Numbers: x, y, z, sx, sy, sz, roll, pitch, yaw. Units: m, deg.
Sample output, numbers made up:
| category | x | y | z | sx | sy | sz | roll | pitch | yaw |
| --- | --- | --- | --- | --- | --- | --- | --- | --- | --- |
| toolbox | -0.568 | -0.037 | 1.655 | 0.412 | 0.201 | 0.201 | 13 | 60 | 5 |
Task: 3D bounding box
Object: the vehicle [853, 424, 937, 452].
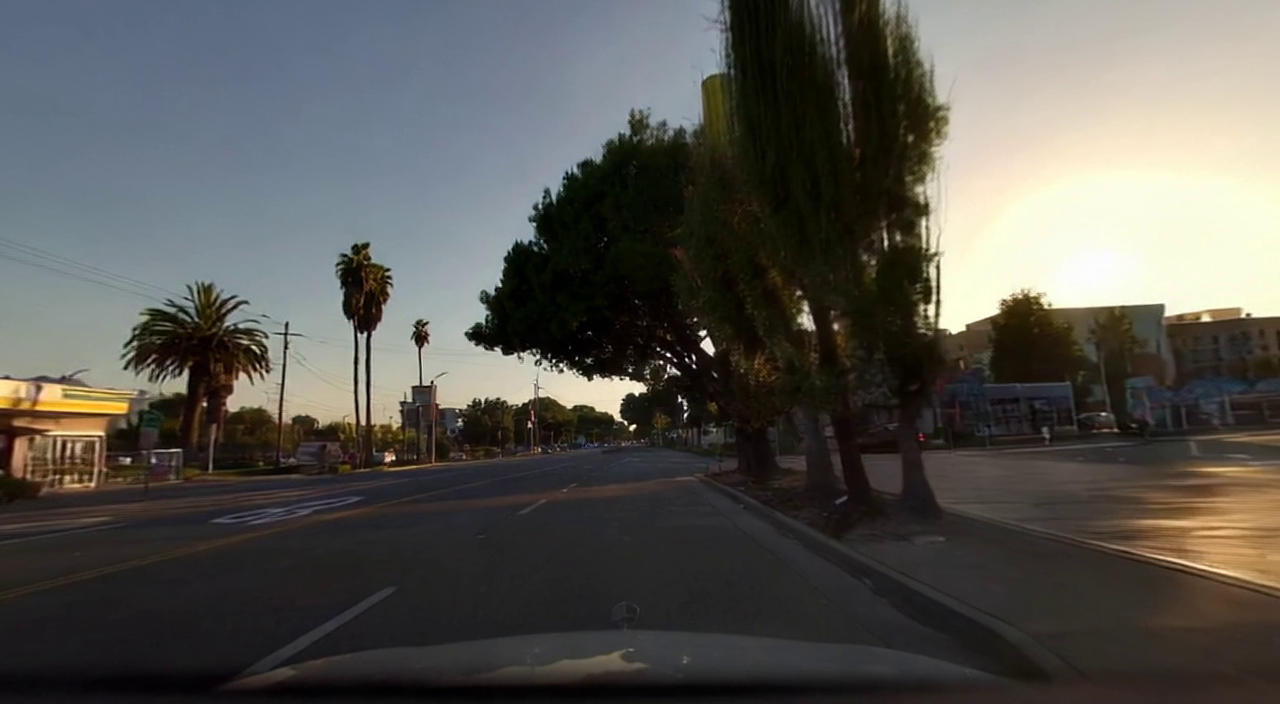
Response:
| category | x | y | z | sx | sy | sz | roll | pitch | yaw |
| --- | --- | --- | --- | --- | --- | --- | --- | --- | --- |
| vehicle | 16.718 | 5.686 | 41.423 | 4.640 | 1.800 | 2.026 | 0 | -9 | -2 |
